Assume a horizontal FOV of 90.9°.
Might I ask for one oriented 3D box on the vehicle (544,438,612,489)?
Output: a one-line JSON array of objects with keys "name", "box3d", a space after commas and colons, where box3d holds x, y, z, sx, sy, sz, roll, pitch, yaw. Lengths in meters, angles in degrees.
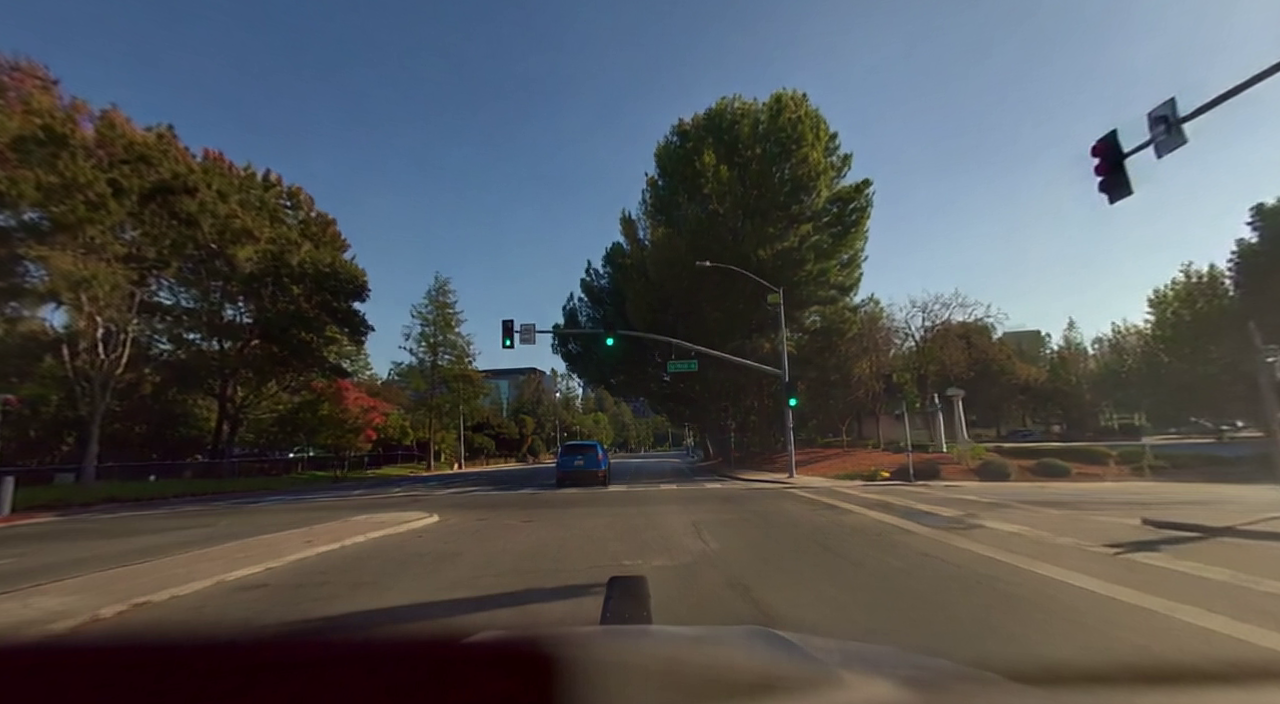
[{"name": "vehicle", "box3d": [-2.315, 4.336, 24.940, 2.123, 1.799, 4.425, 0, -8, 2]}]
